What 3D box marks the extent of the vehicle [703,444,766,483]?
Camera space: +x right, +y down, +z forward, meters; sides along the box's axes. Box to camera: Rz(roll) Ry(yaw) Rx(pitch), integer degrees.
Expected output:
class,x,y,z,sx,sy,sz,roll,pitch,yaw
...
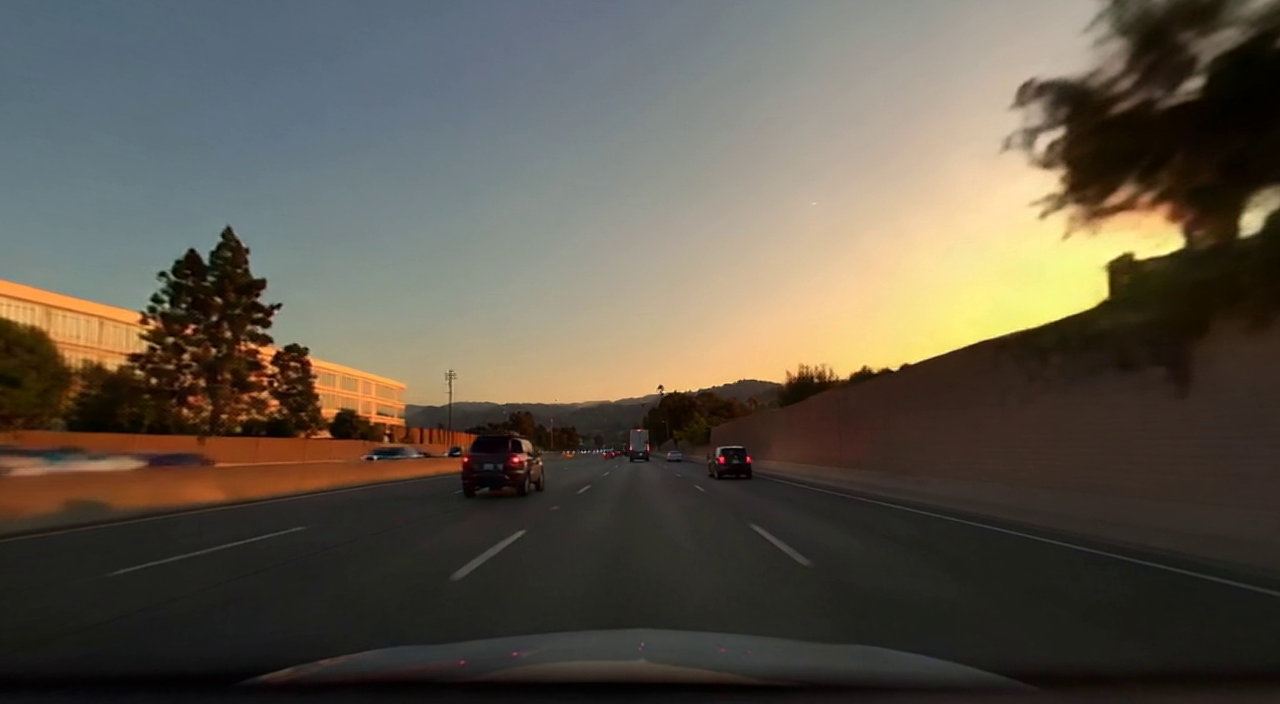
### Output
class,x,y,z,sx,sy,sz,roll,pitch,yaw
vehicle,3.993,4.800,27.353,1.973,1.536,4.337,0,-9,-1

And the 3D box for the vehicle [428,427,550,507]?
class,x,y,z,sx,sy,sz,roll,pitch,yaw
vehicle,-3.776,2.972,16.652,2.014,1.811,4.369,0,-9,2
